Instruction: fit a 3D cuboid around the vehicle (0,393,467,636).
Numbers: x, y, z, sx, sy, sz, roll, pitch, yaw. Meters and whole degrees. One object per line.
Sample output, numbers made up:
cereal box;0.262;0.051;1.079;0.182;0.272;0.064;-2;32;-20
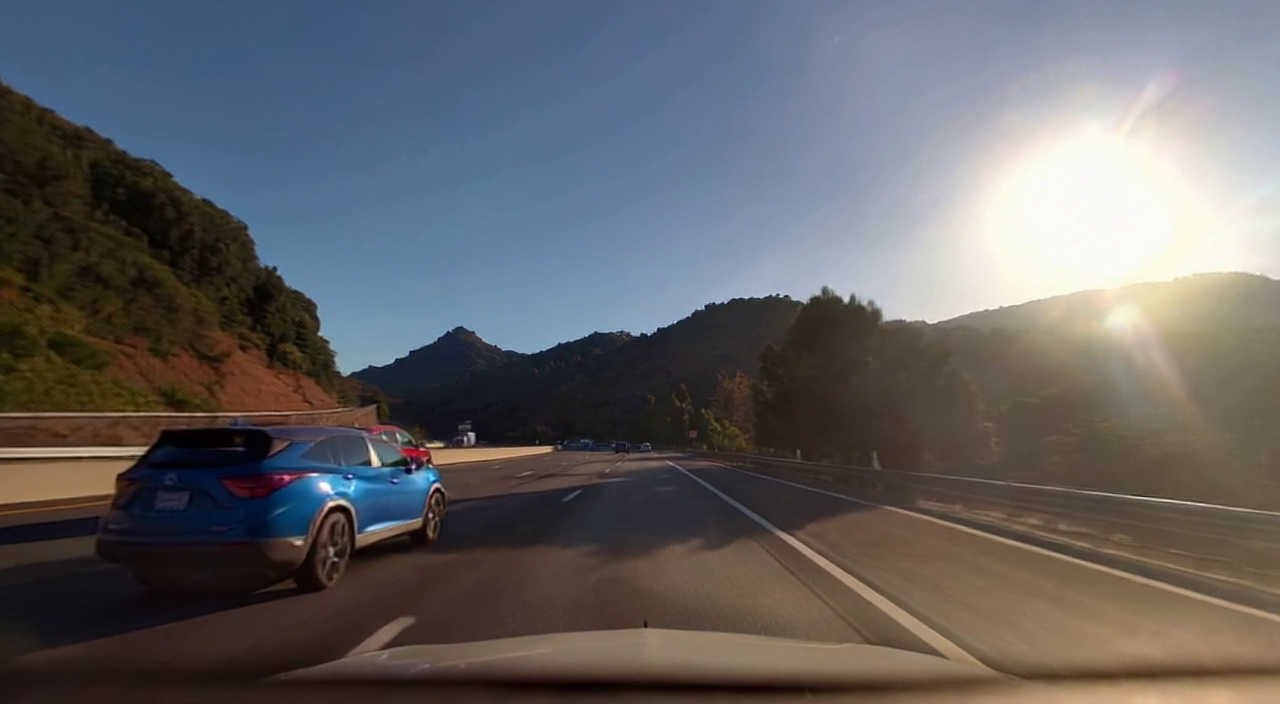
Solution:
vehicle;-3.439;1.439;6.578;1.983;1.663;4.290;0;-9;1
